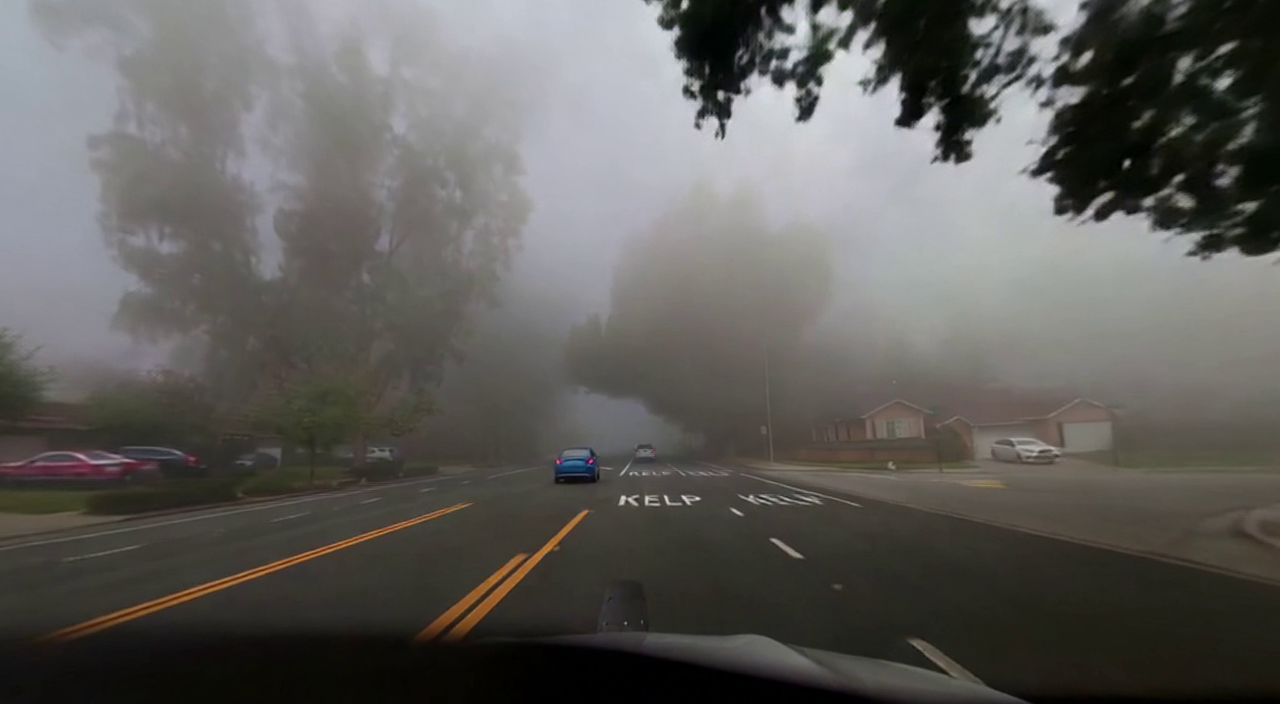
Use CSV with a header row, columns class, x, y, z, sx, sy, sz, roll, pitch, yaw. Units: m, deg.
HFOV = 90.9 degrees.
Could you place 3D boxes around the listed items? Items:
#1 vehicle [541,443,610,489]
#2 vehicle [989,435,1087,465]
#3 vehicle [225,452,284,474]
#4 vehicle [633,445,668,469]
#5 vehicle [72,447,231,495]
class,x,y,z,sx,sy,sz,roll,pitch,yaw
vehicle,-2.231,4.111,23.187,2.158,1.469,4.909,0,-9,-2
vehicle,22.828,5.626,36.245,4.318,1.601,1.975,0,-9,-3
vehicle,-28.463,8.177,46.703,1.961,1.470,3.811,1,-8,0
vehicle,0.659,6.877,41.511,2.226,1.505,4.128,0,-9,0
vehicle,-22.463,5.466,29.428,2.173,1.849,5.752,-5,-9,11
